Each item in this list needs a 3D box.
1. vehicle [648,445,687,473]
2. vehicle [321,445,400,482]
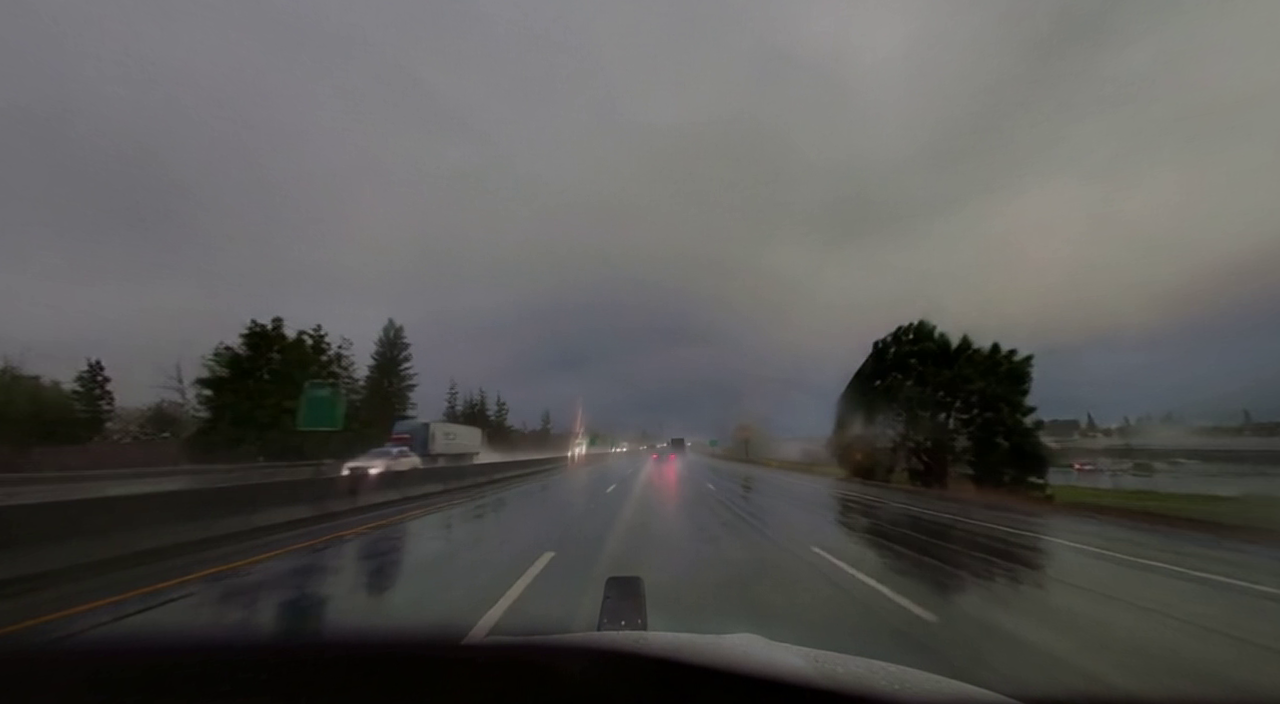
[{"bbox_3d":[1.674,6.717,39.619,2.231,1.652,4.503,0,-9,0],"label":"vehicle"},{"bbox_3d":[-14.541,5.809,33.067,1.893,1.797,4.648,0,-9,1],"label":"vehicle"}]
